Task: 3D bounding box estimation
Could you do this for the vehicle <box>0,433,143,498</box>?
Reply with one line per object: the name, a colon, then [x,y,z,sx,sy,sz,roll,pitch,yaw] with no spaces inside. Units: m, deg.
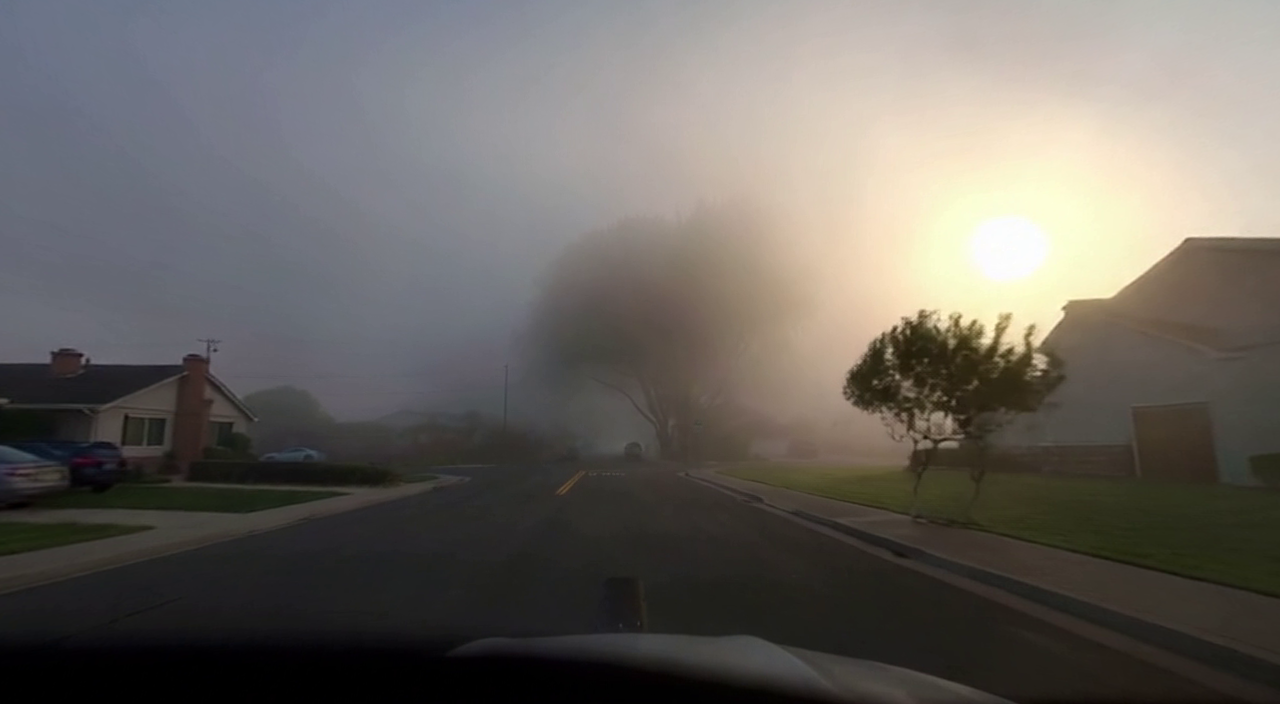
vehicle: [-18.554,3.427,19.271,5.187,1.792,2.210,-2,-9,9]
